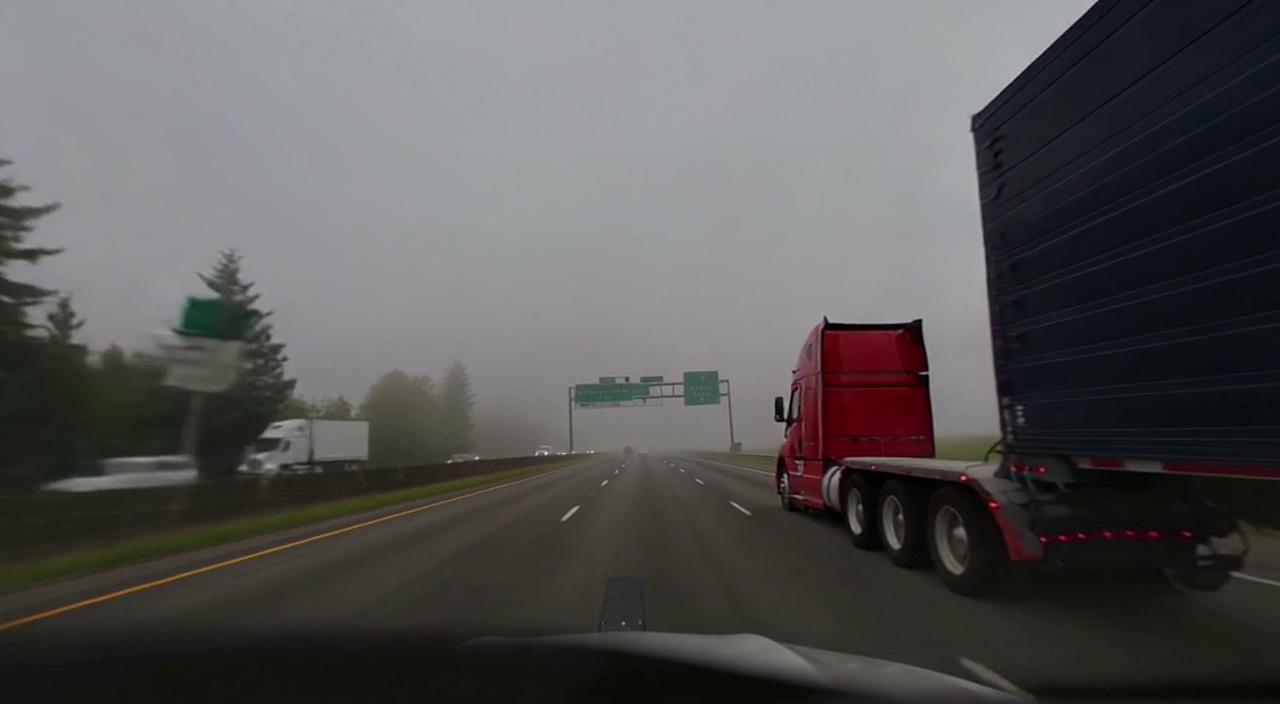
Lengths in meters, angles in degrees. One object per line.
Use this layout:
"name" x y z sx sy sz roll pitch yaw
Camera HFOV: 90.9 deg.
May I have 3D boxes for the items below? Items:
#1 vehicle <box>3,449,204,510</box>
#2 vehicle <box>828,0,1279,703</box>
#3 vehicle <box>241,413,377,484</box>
"vehicle" -14.622 3.467 17.577 1.869 1.464 4.207 0 -9 0
"vehicle" 4.105 -0.377 1.923 3.060 4.100 13.141 0 -9 0
"vehicle" -19.223 5.752 37.549 2.933 3.652 9.374 0 -9 0
